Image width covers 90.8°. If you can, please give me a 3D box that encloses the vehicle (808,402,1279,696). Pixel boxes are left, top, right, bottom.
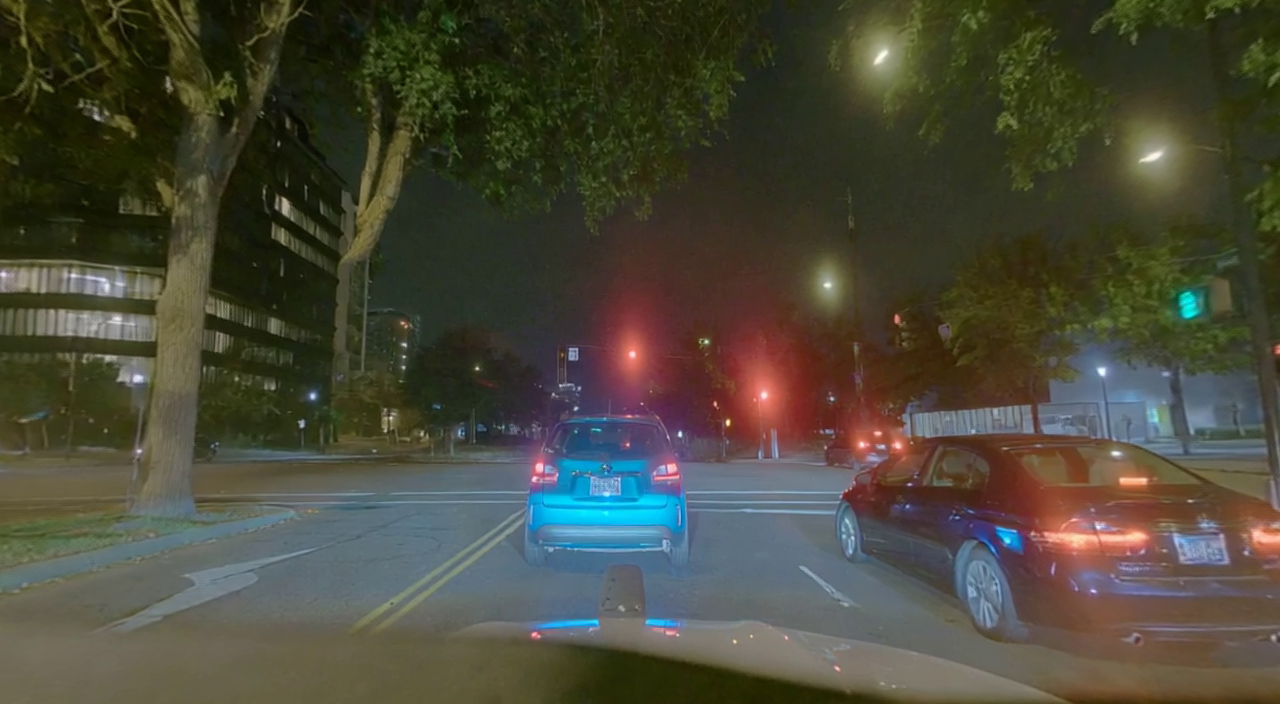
[{"bbox_3d":[3.172,1.403,5.778,1.932,1.562,4.629,0,-9,-1],"label":"vehicle"}]

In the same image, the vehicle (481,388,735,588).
[{"bbox_3d":[-0.343,1.523,7.808,2.247,1.760,4.231,0,-9,-2],"label":"vehicle"}]
